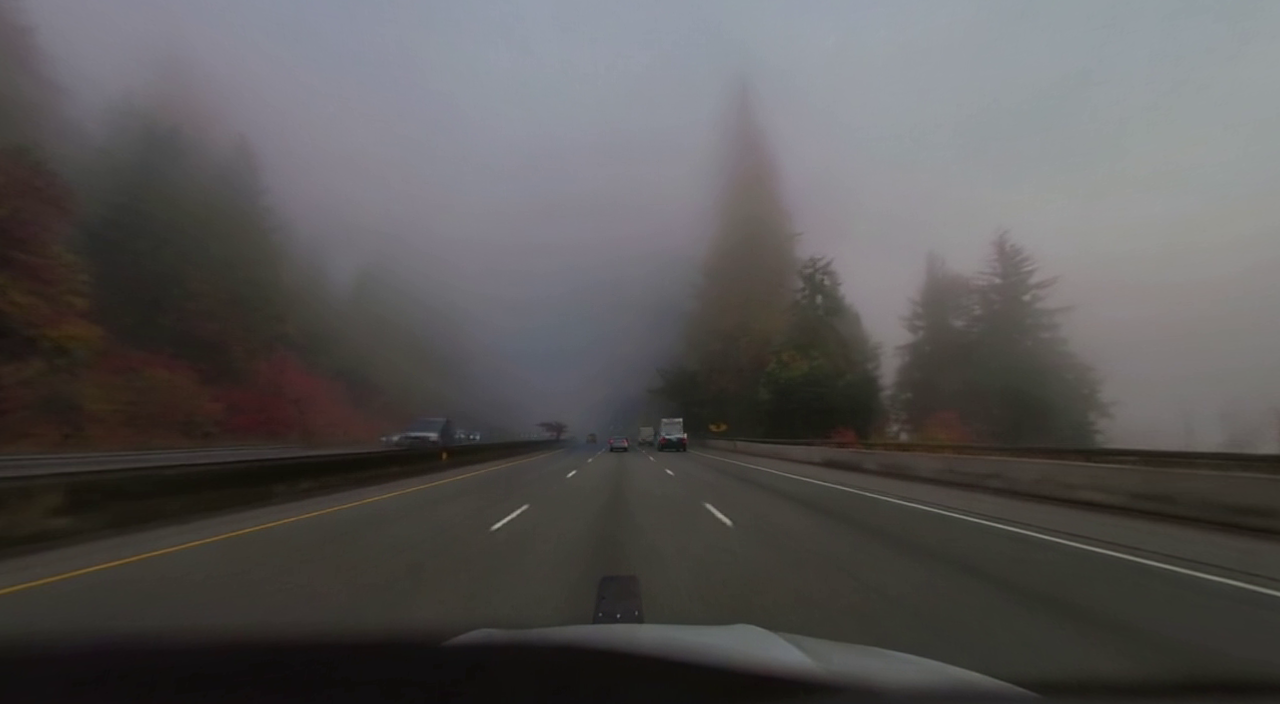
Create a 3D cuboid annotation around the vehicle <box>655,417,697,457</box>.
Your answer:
[{"bbox_3d":[2.417,5.955,43.959,2.411,2.614,5.781,0,-8,-1],"label":"vehicle"}]

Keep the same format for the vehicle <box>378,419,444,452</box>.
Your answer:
[{"bbox_3d":[-14.220,5.253,39.409,2.114,1.921,5.201,0,-8,1],"label":"vehicle"}]
